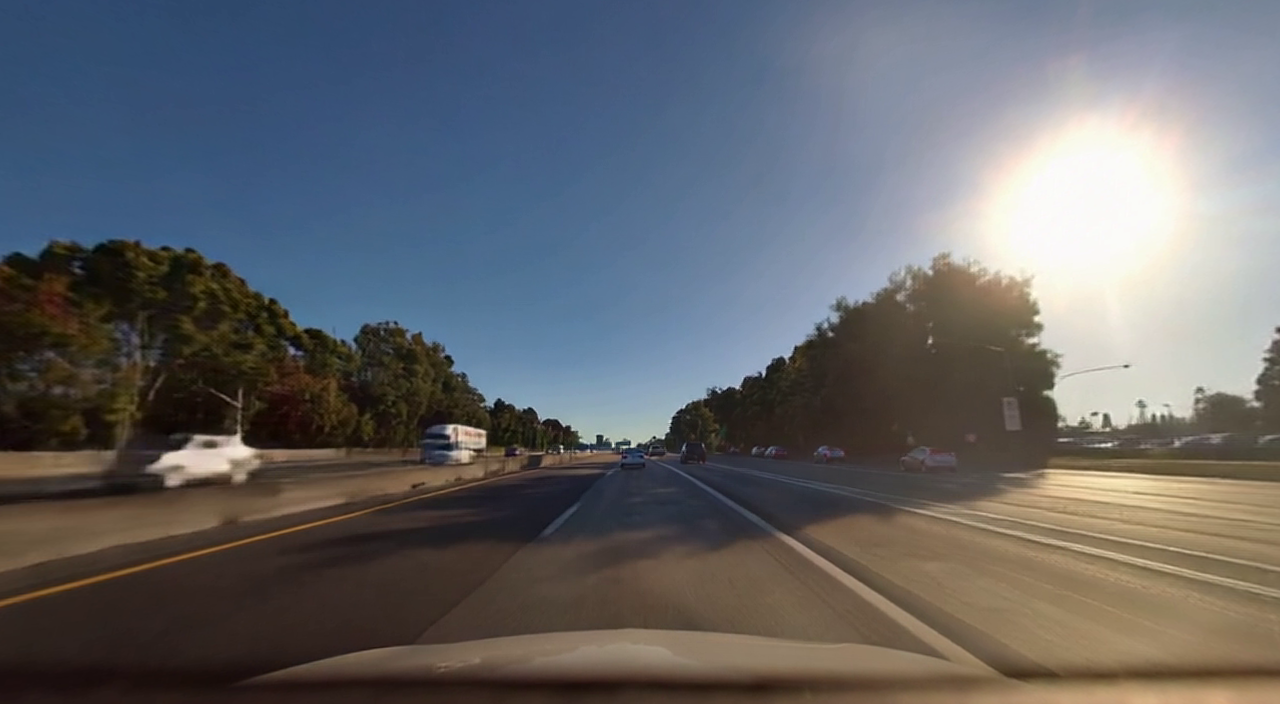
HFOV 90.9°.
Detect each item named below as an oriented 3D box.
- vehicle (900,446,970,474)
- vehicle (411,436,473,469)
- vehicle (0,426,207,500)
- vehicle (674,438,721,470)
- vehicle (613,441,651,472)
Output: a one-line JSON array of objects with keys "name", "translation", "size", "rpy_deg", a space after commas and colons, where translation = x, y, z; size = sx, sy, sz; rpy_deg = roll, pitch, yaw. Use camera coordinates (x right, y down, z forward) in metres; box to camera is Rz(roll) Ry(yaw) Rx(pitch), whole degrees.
[{"name": "vehicle", "translation": [16.357, 5.981, 35.187], "size": [1.872, 1.459, 4.502], "rpy_deg": [0, -8, 2]}, {"name": "vehicle", "translation": [-11.079, 5.656, 35.683], "size": [2.050, 1.712, 4.548], "rpy_deg": [0, -8, 0]}, {"name": "vehicle", "translation": [-14.534, 2.949, 17.156], "size": [2.122, 1.708, 4.690], "rpy_deg": [0, -8, 0]}, {"name": "vehicle", "translation": [3.747, 6.807, 42.254], "size": [2.505, 2.020, 5.532], "rpy_deg": [0, -9, -1]}, {"name": "vehicle", "translation": [-0.444, 6.092, 36.925], "size": [2.105, 1.711, 4.293], "rpy_deg": [0, -8, 0]}]
